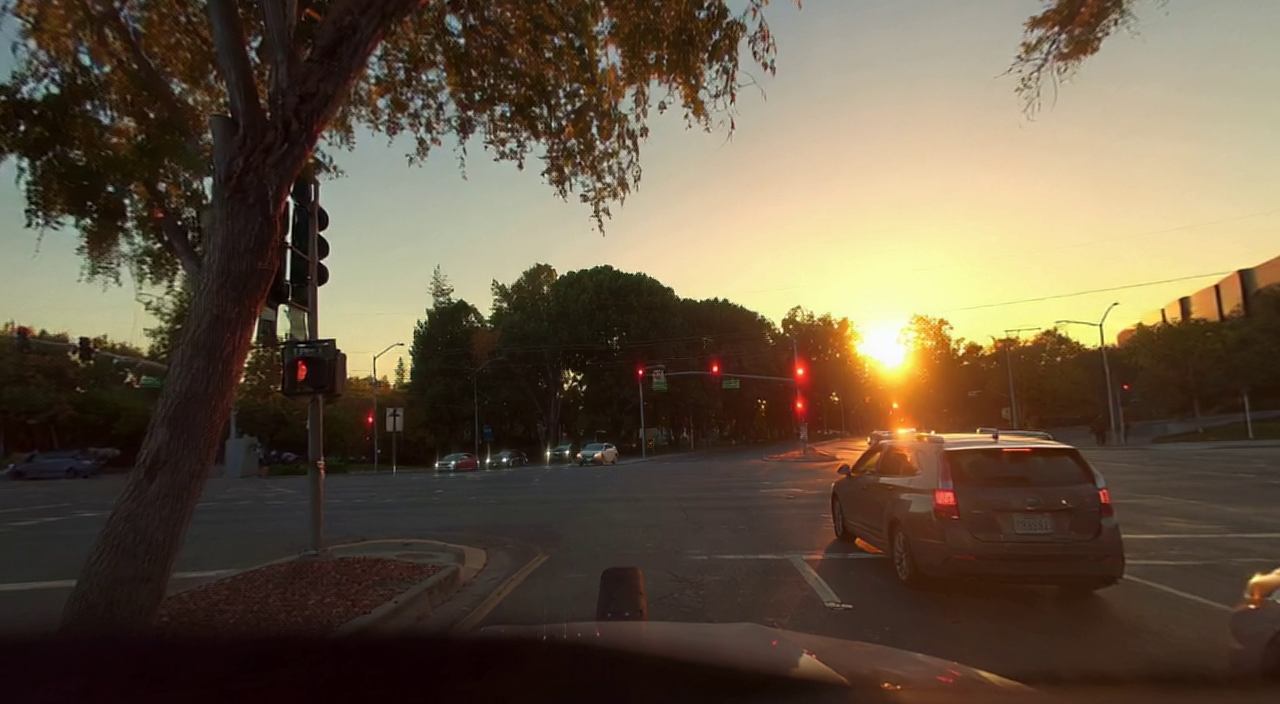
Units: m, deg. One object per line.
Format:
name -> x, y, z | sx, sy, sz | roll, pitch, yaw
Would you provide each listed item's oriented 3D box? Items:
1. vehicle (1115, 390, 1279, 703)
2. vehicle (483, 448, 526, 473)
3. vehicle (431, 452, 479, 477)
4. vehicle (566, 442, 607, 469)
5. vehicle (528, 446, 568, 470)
vehicle -> 3.056, 0.616, 0.438 | 1.978, 1.468, 4.544 | 0, -9, 1
vehicle -> -9.805, 7.845, 45.934 | 2.064, 1.725, 4.243 | 0, -9, 1
vehicle -> -13.427, 8.169, 45.984 | 2.101, 1.637, 4.304 | 0, -9, 1
vehicle -> -3.608, 7.122, 43.501 | 2.215, 1.732, 4.684 | -1, -9, 3
vehicle -> -6.584, 7.618, 45.508 | 2.126, 1.657, 4.307 | -1, -9, 2
